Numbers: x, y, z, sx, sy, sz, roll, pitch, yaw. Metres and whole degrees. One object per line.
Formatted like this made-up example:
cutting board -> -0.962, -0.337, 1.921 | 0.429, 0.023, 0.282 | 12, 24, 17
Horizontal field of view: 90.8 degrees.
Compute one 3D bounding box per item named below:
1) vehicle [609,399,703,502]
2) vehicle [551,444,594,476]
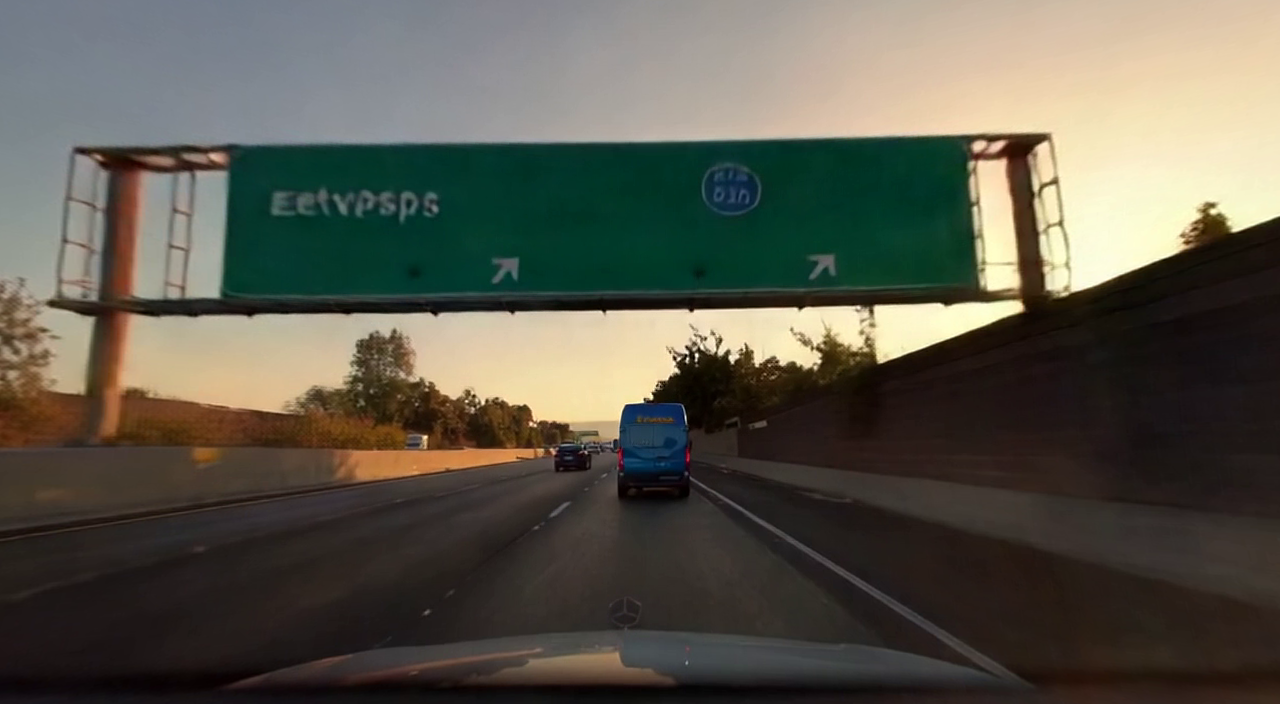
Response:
vehicle -> 0.321, 2.861, 18.508 | 2.332, 2.558, 5.314 | 0, -9, -2
vehicle -> -3.330, 5.406, 31.766 | 1.788, 1.500, 3.475 | 0, -9, 0
